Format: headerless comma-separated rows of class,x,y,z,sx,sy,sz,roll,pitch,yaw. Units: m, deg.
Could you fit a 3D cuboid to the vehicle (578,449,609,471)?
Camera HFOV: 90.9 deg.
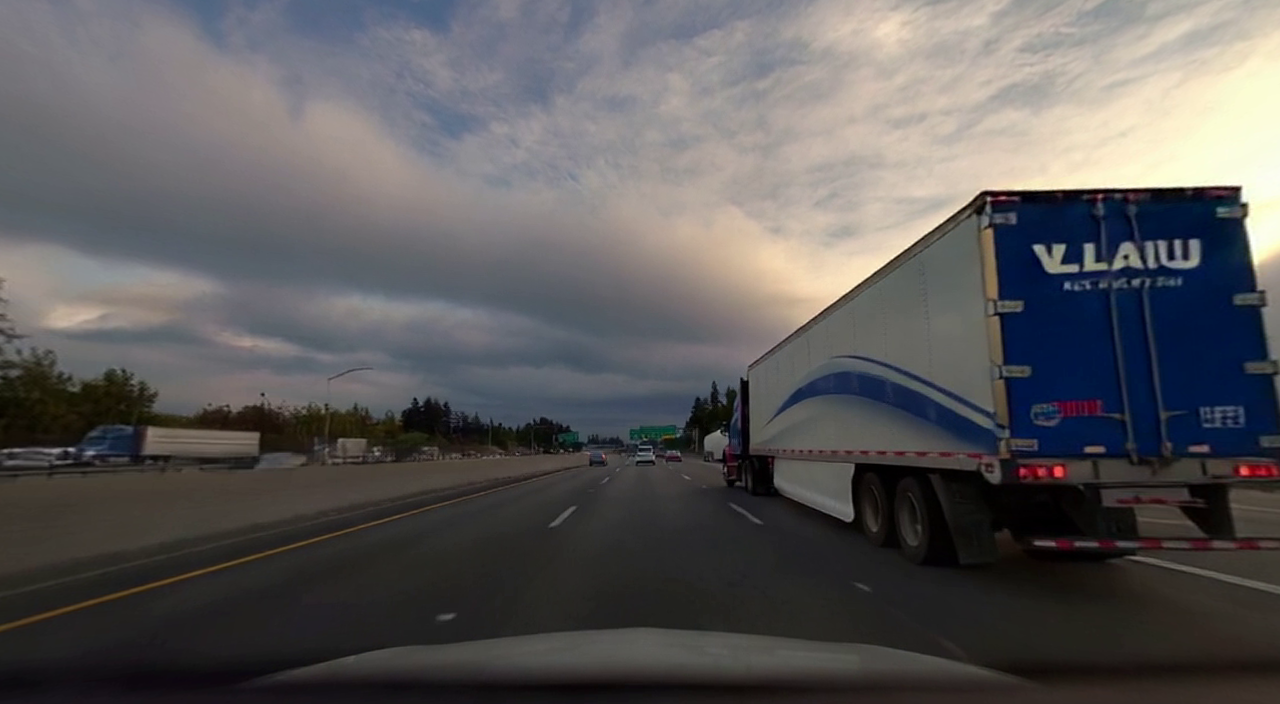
vehicle,-3.568,8.334,49.011,2.107,1.626,4.804,0,-9,0

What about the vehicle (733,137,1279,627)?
vehicle,4.446,1.205,12.270,2.847,4.075,14.244,0,-9,-1
